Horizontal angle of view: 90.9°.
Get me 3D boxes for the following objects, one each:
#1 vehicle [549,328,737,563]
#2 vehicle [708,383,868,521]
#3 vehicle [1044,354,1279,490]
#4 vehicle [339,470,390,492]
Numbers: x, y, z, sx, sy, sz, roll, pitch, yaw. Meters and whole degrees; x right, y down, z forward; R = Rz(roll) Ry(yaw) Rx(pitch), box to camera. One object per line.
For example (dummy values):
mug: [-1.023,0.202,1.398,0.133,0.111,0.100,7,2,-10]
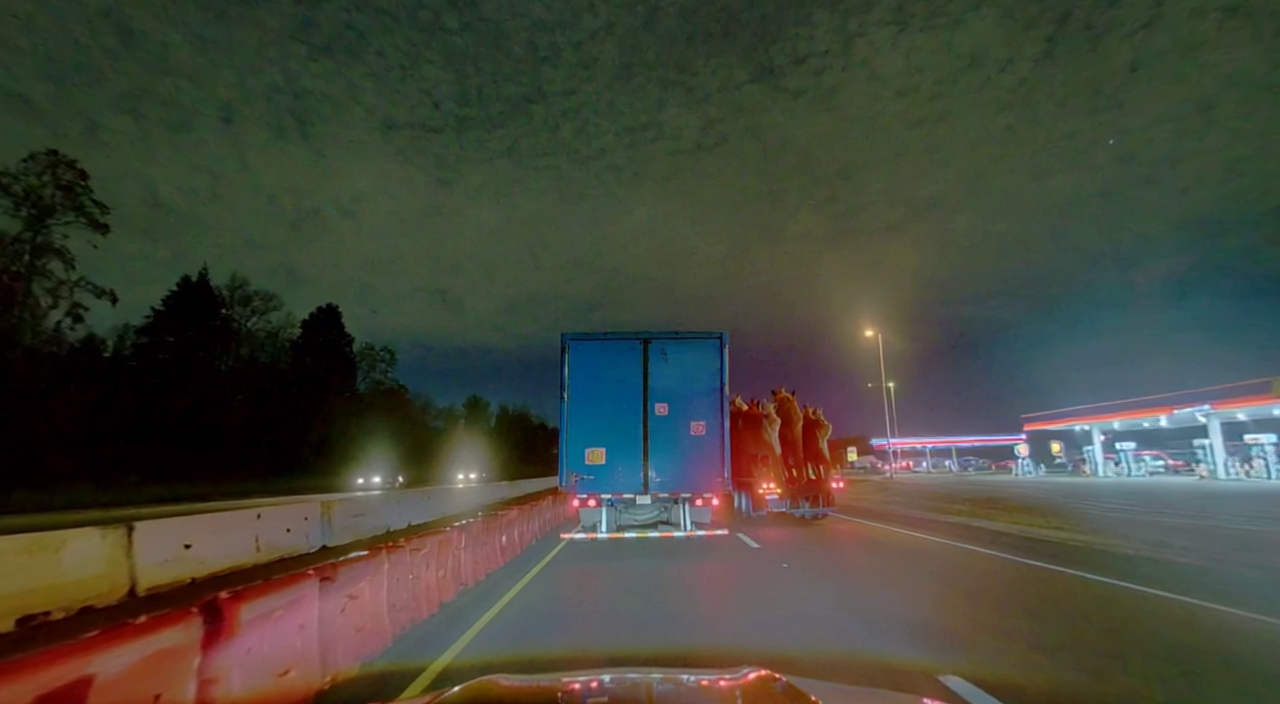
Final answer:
vehicle: [0.008,2.073,13.323,2.618,3.306,8.676,1,-10,-1]
vehicle: [4.466,3.515,21.676,2.936,3.640,9.443,1,-10,-2]
vehicle: [20.827,2.911,23.326,2.771,4.075,13.513,1,-10,0]
vehicle: [-20.947,9.838,48.160,1.890,1.520,4.342,1,-10,0]
